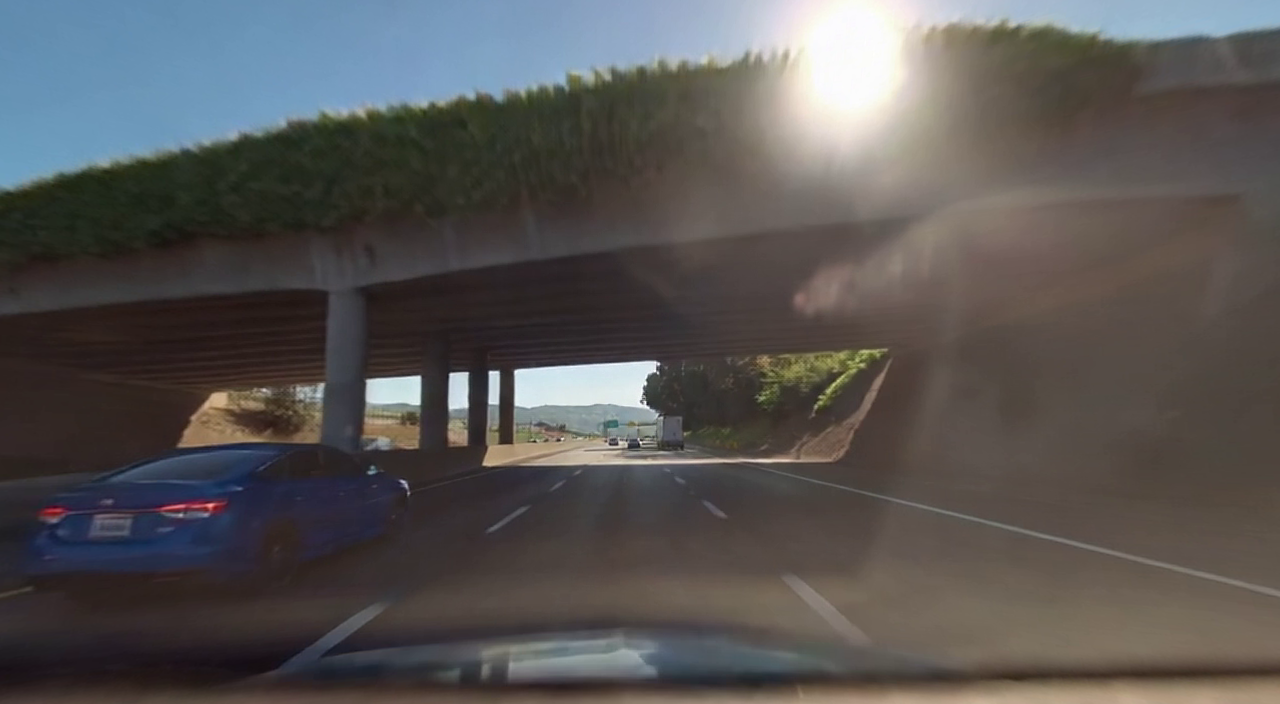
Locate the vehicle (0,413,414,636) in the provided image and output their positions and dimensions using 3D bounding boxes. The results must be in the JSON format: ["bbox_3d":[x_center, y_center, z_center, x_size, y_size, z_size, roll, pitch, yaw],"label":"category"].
[{"bbox_3d":[-4.010,1.431,6.319,1.981,1.475,4.084,0,-8,0],"label":"vehicle"}]
